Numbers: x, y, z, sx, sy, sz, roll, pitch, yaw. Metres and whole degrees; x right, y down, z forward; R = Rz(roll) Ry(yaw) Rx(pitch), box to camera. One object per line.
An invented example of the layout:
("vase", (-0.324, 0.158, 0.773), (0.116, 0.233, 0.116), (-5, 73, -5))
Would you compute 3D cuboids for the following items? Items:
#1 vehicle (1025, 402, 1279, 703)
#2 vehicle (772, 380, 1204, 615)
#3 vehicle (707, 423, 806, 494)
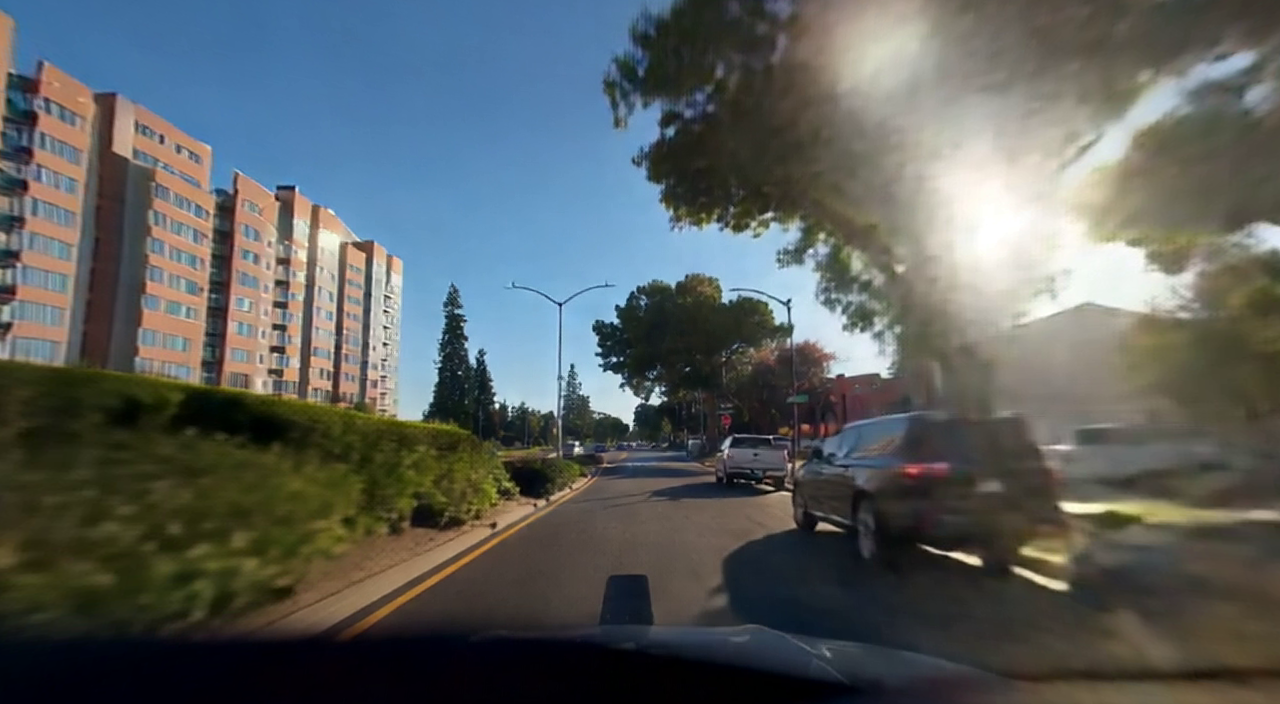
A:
("vehicle", (3.185, 0.793, 1.503), (1.848, 1.442, 4.425), (0, -8, 2))
("vehicle", (3.162, 1.458, 7.266), (2.150, 1.770, 4.801), (0, -9, -1))
("vehicle", (3.266, 3.113, 18.687), (2.067, 1.846, 4.384), (0, -8, 0))
